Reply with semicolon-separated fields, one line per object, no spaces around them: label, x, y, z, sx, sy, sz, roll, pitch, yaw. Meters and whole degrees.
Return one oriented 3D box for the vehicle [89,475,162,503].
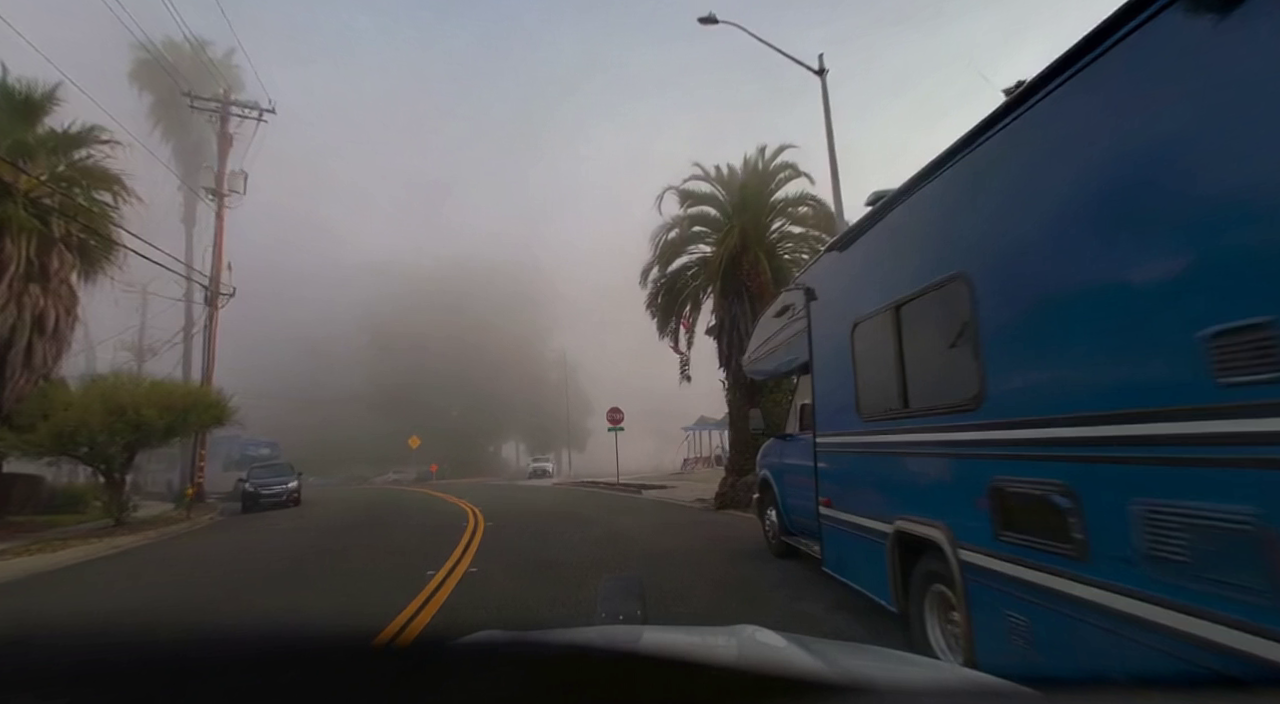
vehicle;-36.823;9.746;45.185;4.527;1.732;2.059;-4;-9;24

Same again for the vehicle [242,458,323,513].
vehicle;-12.070;4.411;21.423;2.085;1.545;4.340;4;-10;-28

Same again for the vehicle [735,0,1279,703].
vehicle;2.885;0.361;4.482;2.853;3.082;7.767;0;-9;-3

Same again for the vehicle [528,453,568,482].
vehicle;-6.914;8.524;46.926;2.508;1.887;5.930;2;-9;-12

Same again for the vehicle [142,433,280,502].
vehicle;-26.715;7.000;39.021;11.364;3.720;3.216;-7;-11;37
